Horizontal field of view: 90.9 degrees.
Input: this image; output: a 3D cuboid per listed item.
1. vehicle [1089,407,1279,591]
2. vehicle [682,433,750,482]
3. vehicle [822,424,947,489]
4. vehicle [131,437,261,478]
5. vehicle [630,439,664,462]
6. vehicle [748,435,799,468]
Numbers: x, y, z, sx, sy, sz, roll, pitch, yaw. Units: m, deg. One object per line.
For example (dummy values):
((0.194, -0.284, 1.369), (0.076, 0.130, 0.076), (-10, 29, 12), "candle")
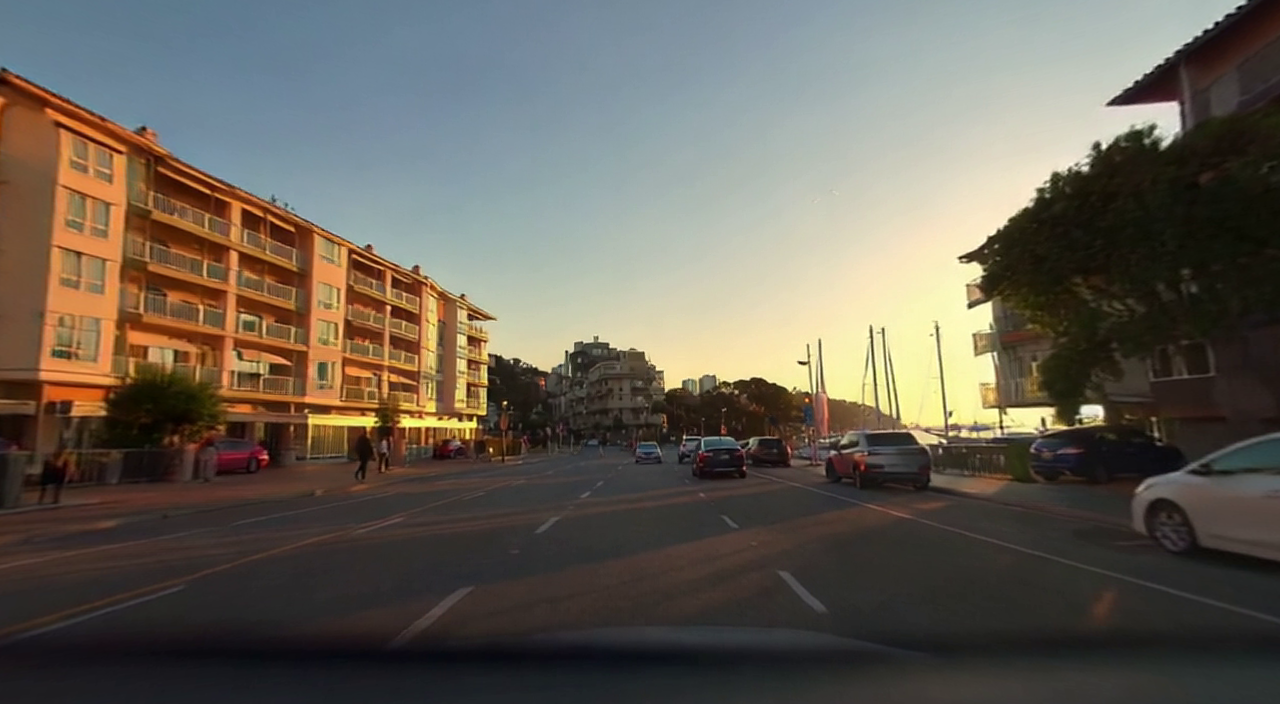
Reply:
((7.158, 1.413, 6.113), (2.029, 1.750, 4.825), (0, -8, 1), "vehicle")
((2.710, 3.872, 23.448), (2.047, 1.640, 4.051), (0, -8, 0), "vehicle")
((7.899, 3.437, 21.047), (2.056, 1.896, 5.062), (0, -8, -1), "vehicle")
((-18.041, 4.306, 25.955), (1.840, 1.522, 4.695), (-1, -8, 2), "vehicle")
((0.504, 6.871, 43.876), (2.284, 1.496, 3.949), (-1, -8, 1), "vehicle")
((7.937, 5.958, 37.921), (1.969, 1.852, 4.514), (0, -8, -1), "vehicle")
